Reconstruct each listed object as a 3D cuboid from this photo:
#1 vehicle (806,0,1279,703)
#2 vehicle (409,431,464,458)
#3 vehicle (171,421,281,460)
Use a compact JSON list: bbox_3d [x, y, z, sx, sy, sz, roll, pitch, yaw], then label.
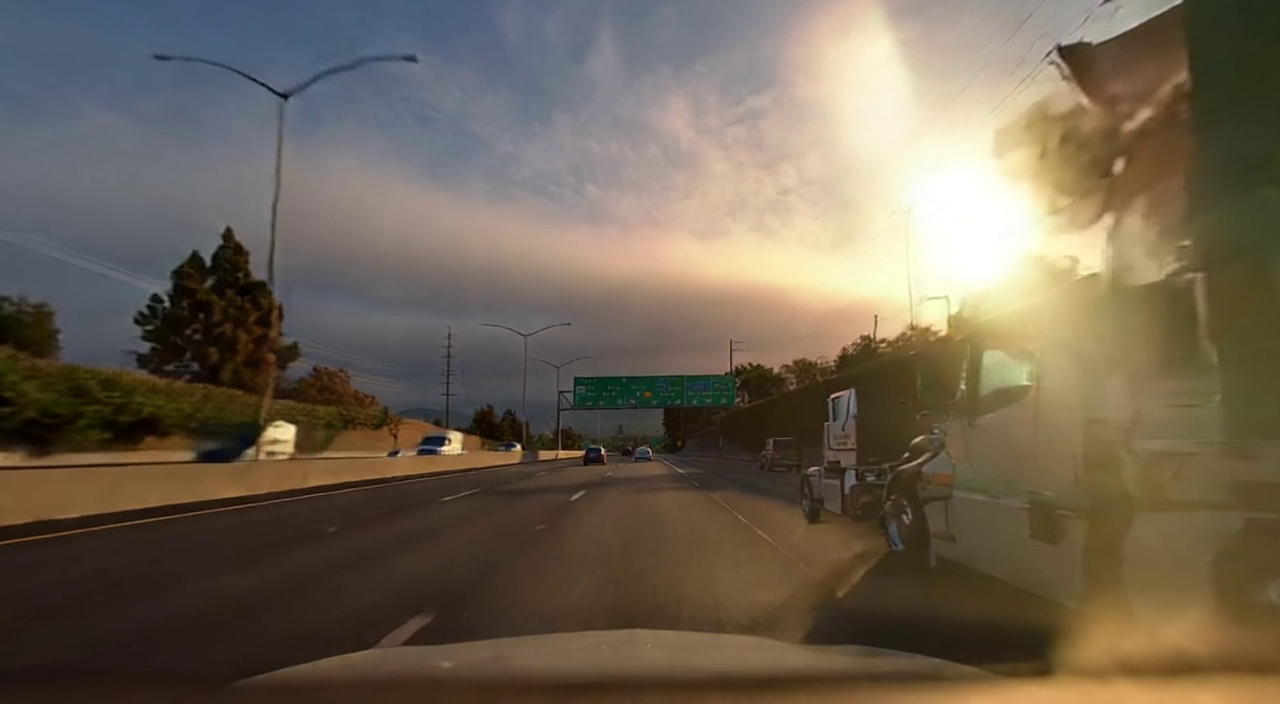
[{"bbox_3d":[3.961,-0.401,1.595,2.899,4.078,16.430,0,-9,1],"label":"vehicle"},{"bbox_3d":[-14.289,6.552,44.459,2.205,1.808,4.768,0,-9,1],"label":"vehicle"},{"bbox_3d":[-17.817,3.867,27.357,1.972,1.514,4.040,0,-9,0],"label":"vehicle"}]
